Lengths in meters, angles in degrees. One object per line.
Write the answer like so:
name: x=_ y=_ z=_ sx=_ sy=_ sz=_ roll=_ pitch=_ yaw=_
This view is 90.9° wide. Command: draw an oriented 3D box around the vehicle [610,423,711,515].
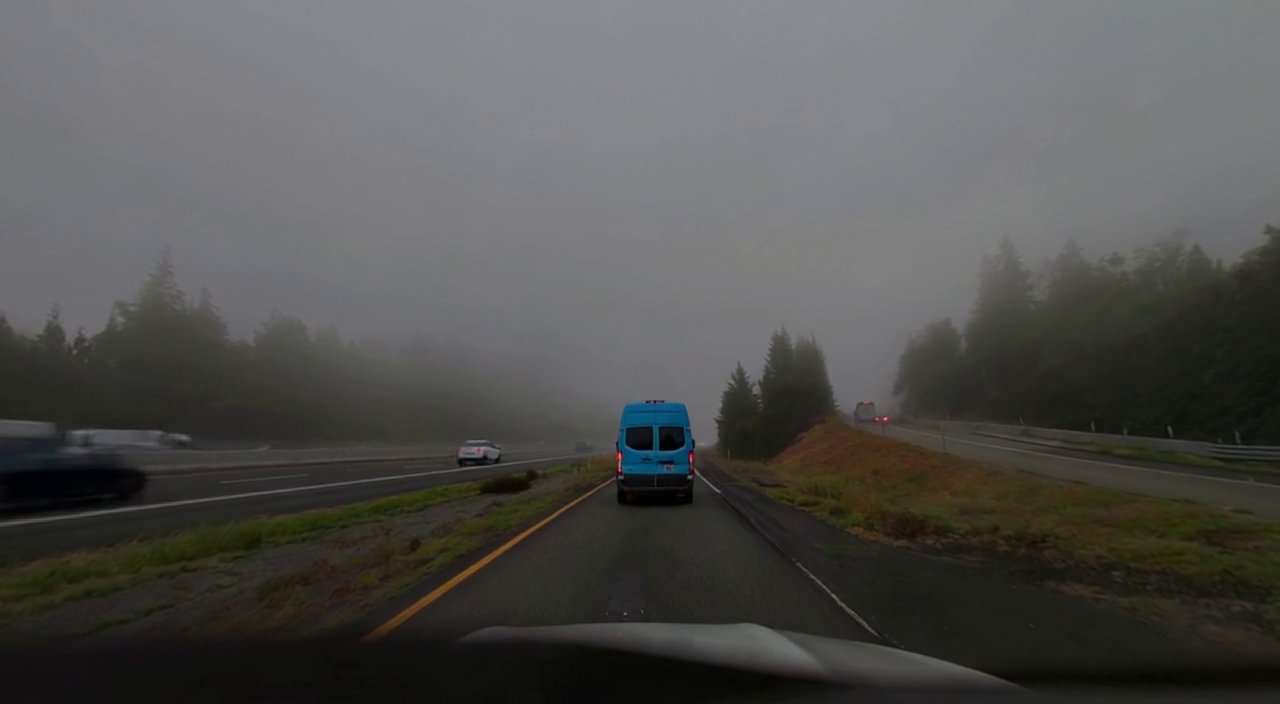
vehicle: x=0.389 y=2.712 z=15.152 sx=2.043 sy=1.821 sz=4.558 roll=0 pitch=-8 yaw=-1

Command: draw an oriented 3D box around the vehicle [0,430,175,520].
vehicle: x=-13.011 y=2.540 z=13.393 sx=2.050 sy=1.676 sz=5.319 roll=-1 pitch=-8 yaw=2

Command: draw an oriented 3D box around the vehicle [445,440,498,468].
vehicle: x=-11.544 y=6.973 z=43.534 sx=2.104 sy=1.795 sz=4.737 roll=-1 pitch=-8 yaw=4
